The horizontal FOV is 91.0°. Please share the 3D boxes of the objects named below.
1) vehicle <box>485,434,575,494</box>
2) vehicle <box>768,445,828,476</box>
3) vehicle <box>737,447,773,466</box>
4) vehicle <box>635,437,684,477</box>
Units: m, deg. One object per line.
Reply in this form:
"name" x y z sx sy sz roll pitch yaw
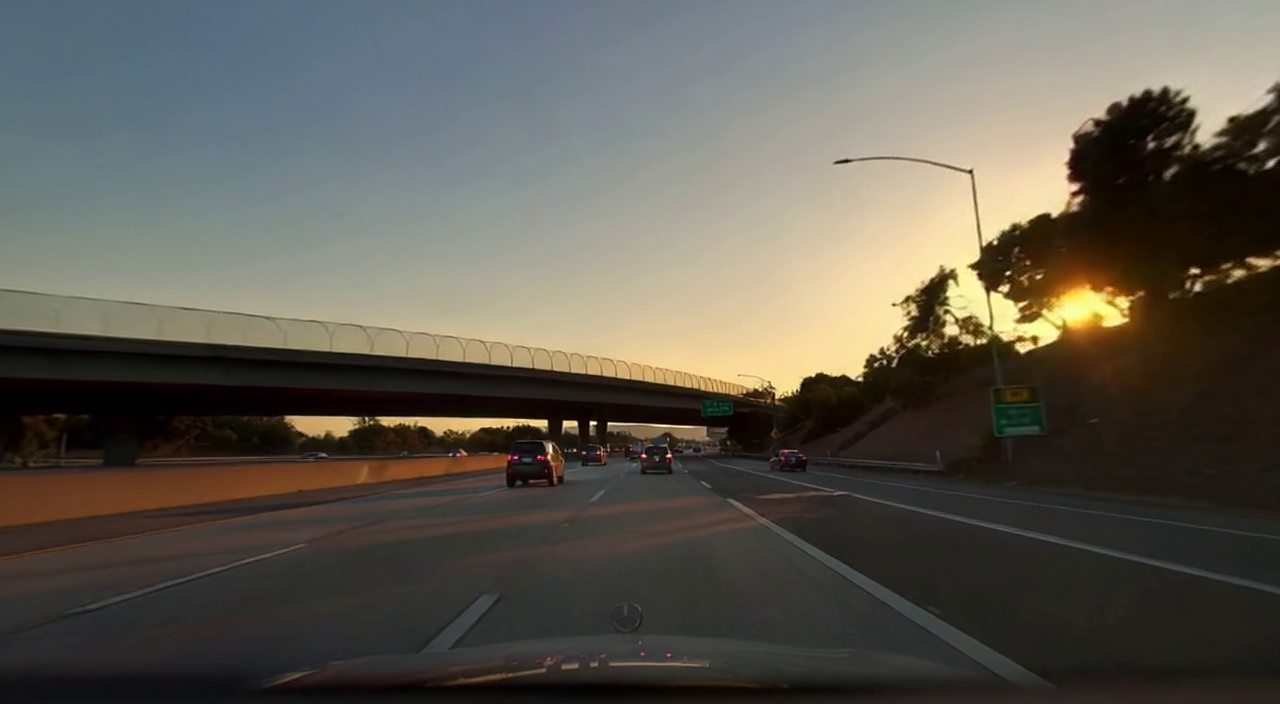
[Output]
"vehicle" -3.537 3.706 21.160 2.142 1.759 4.297 0 -9 2
"vehicle" 8.071 5.571 32.507 1.936 1.480 4.373 0 -9 0
"vehicle" 8.876 8.102 48.933 2.005 1.456 4.287 0 -9 0
"vehicle" 0.969 5.250 31.713 2.270 1.862 4.949 0 -9 1
